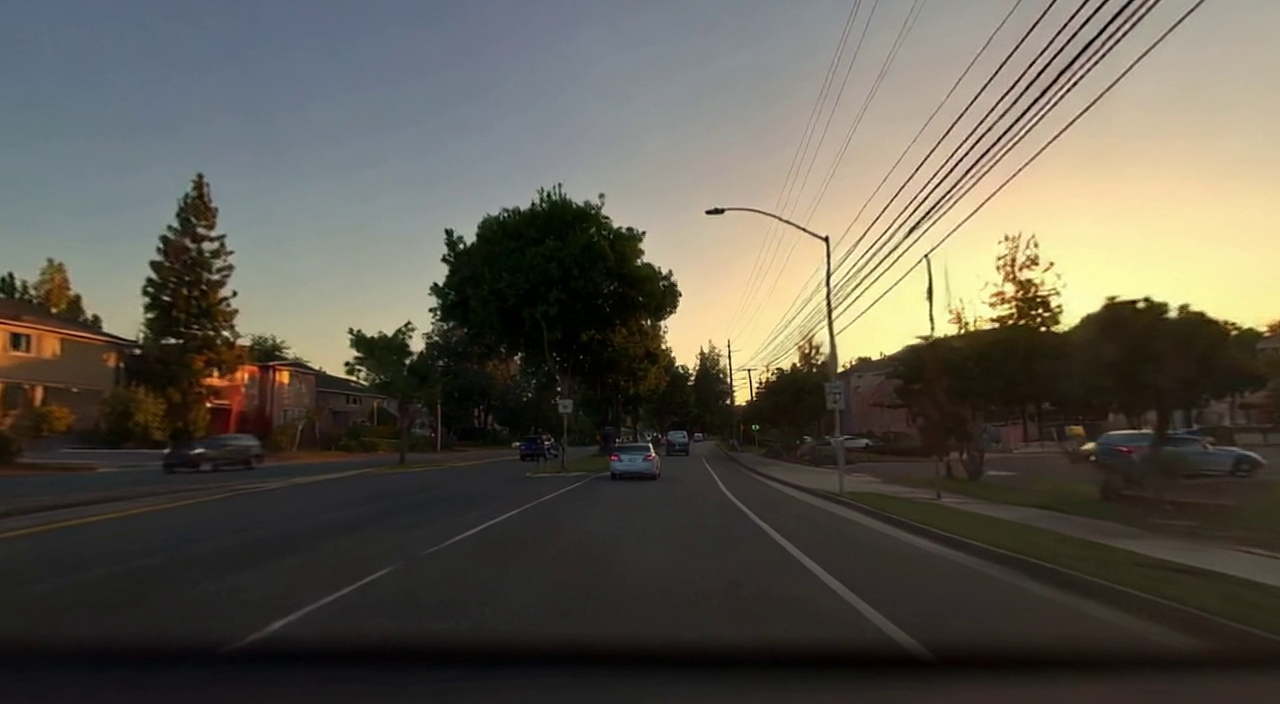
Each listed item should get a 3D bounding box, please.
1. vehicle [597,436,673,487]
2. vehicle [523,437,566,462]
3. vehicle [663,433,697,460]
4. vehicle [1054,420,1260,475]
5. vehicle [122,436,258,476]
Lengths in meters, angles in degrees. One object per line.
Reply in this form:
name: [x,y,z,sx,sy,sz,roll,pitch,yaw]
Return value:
vehicle: [-0.050,3.526,20.606,2.117,1.474,4.036,-1,-9,4]
vehicle: [-5.984,6.176,39.909,1.983,1.485,4.159,0,-8,2]
vehicle: [3.049,7.107,47.488,2.158,1.939,4.935,-1,-9,8]
vehicle: [16.885,3.149,20.879,4.751,1.661,2.022,-2,-9,11]
vehicle: [-18.256,4.235,25.914,1.893,1.494,4.752,-1,-8,3]
